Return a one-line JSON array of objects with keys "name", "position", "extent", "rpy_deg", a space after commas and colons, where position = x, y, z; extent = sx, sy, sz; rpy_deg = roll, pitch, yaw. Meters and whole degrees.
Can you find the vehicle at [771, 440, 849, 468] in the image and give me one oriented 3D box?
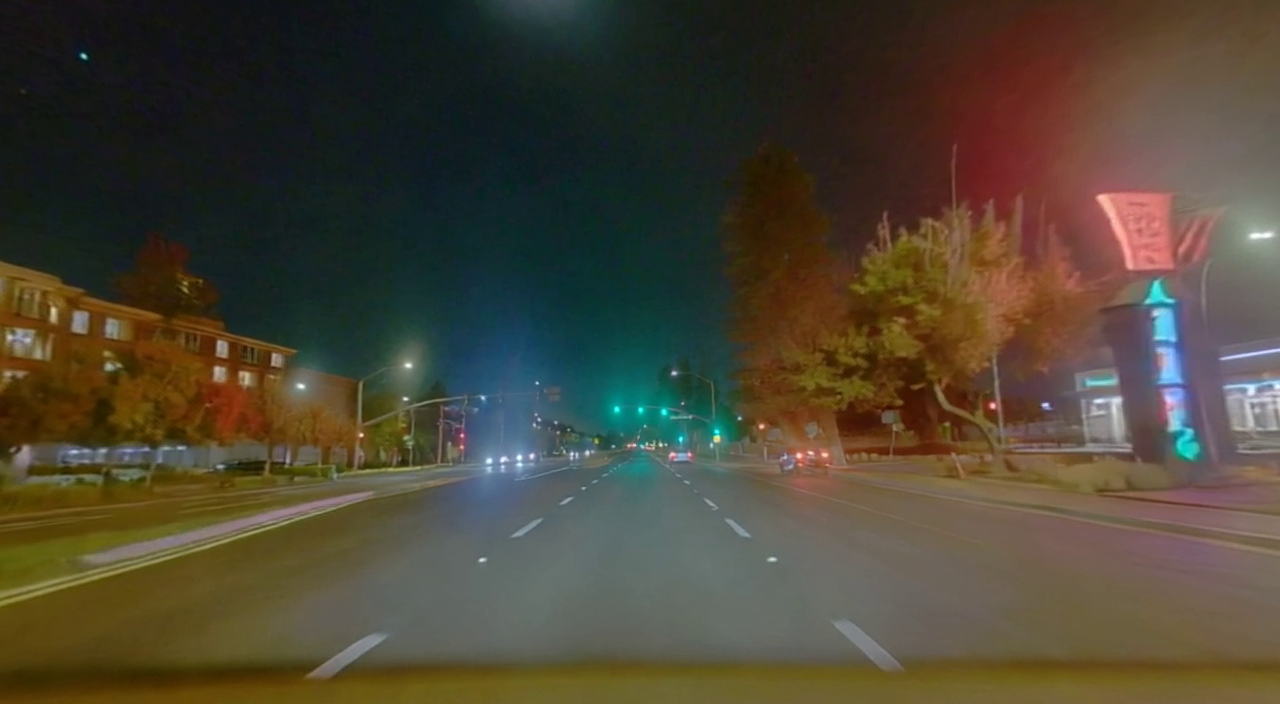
[{"name": "vehicle", "position": [9.881, 5.939, 36.826], "extent": [4.007, 1.591, 1.915], "rpy_deg": [-1, -8, 2]}]
